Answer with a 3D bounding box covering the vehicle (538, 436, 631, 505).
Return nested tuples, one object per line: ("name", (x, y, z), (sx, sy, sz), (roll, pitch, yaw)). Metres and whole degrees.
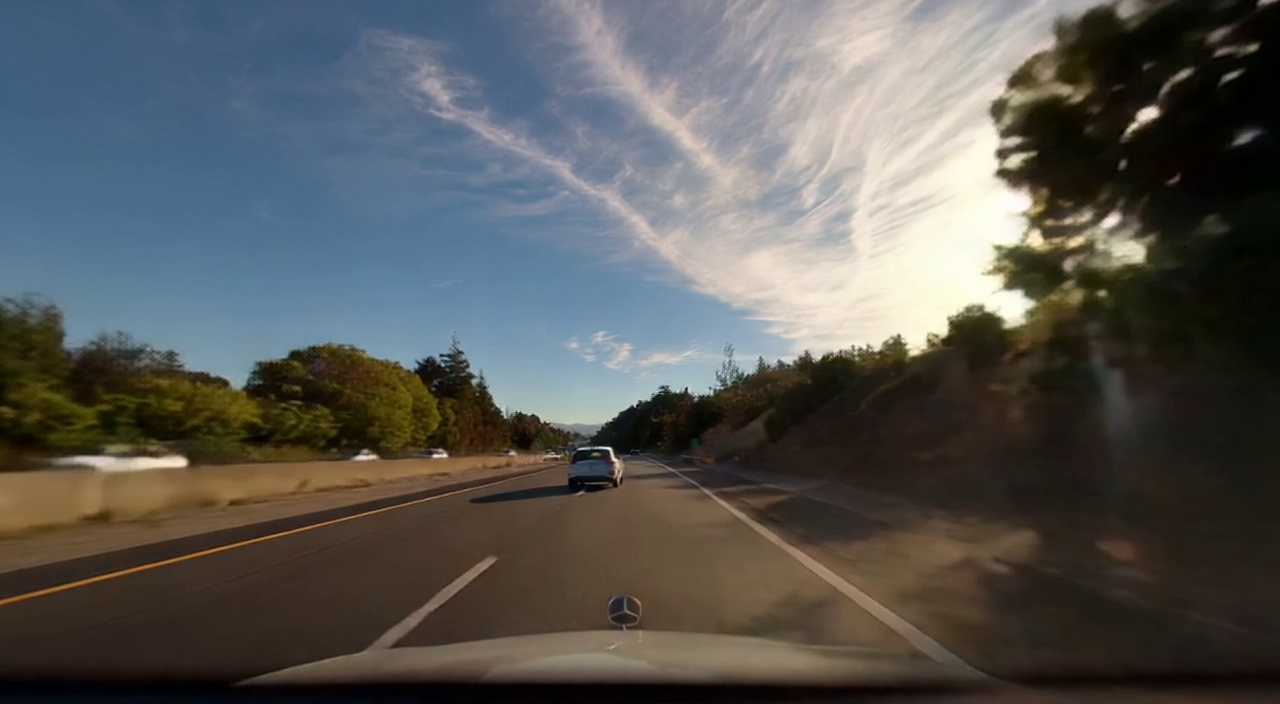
("vehicle", (-1.424, 3.317, 18.045), (2.135, 1.686, 4.517), (-1, -9, 2))
